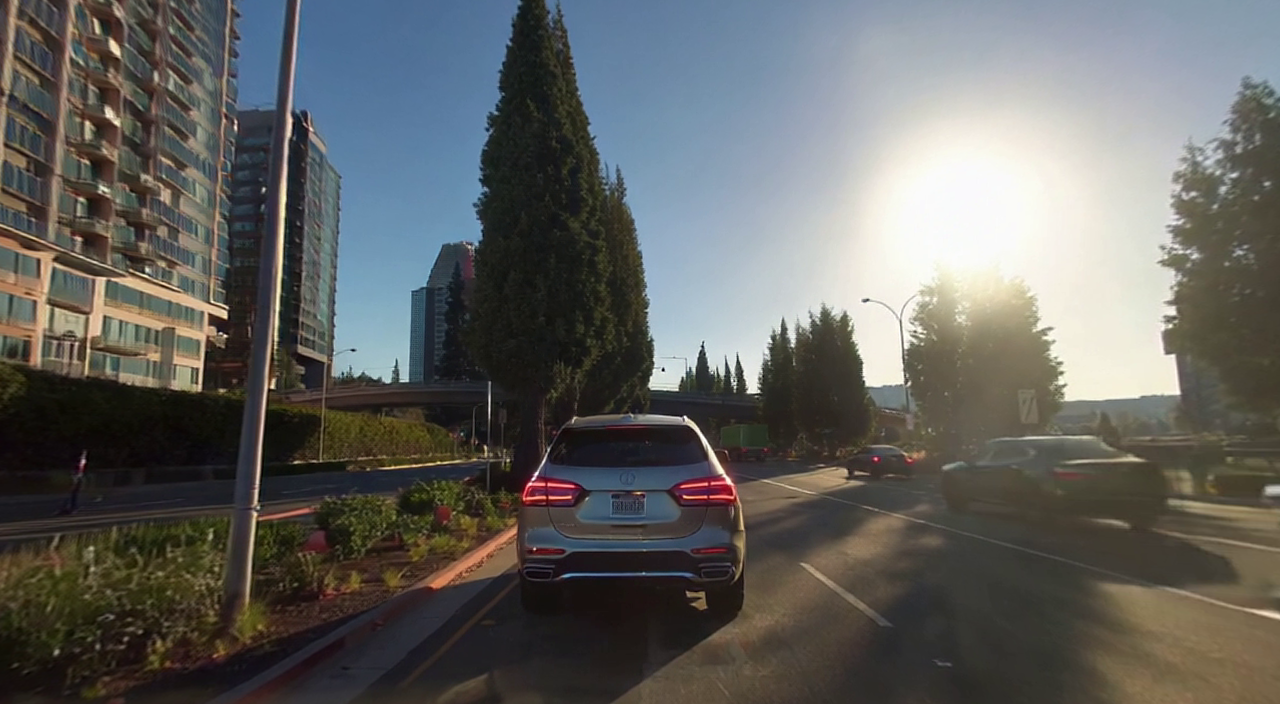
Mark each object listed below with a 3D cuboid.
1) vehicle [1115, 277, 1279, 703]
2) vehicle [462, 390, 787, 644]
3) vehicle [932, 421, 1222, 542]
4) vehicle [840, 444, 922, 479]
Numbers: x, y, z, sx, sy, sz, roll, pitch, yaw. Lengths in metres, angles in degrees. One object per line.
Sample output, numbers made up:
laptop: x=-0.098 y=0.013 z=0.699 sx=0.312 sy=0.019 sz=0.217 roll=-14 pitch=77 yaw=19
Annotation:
vehicle: x=3.571 y=0.401 z=0.342 sx=2.388 sy=1.932 sz=5.410 roll=0 pitch=-8 yaw=0
vehicle: x=-0.150 y=1.405 z=6.330 sx=2.172 sy=1.694 sz=4.055 roll=0 pitch=-8 yaw=-1
vehicle: x=7.193 y=2.148 z=11.069 sx=2.024 sy=1.707 sz=4.248 roll=0 pitch=-8 yaw=0
vehicle: x=11.121 y=5.053 z=29.316 sx=1.998 sy=1.527 sz=4.489 roll=0 pitch=-8 yaw=0
